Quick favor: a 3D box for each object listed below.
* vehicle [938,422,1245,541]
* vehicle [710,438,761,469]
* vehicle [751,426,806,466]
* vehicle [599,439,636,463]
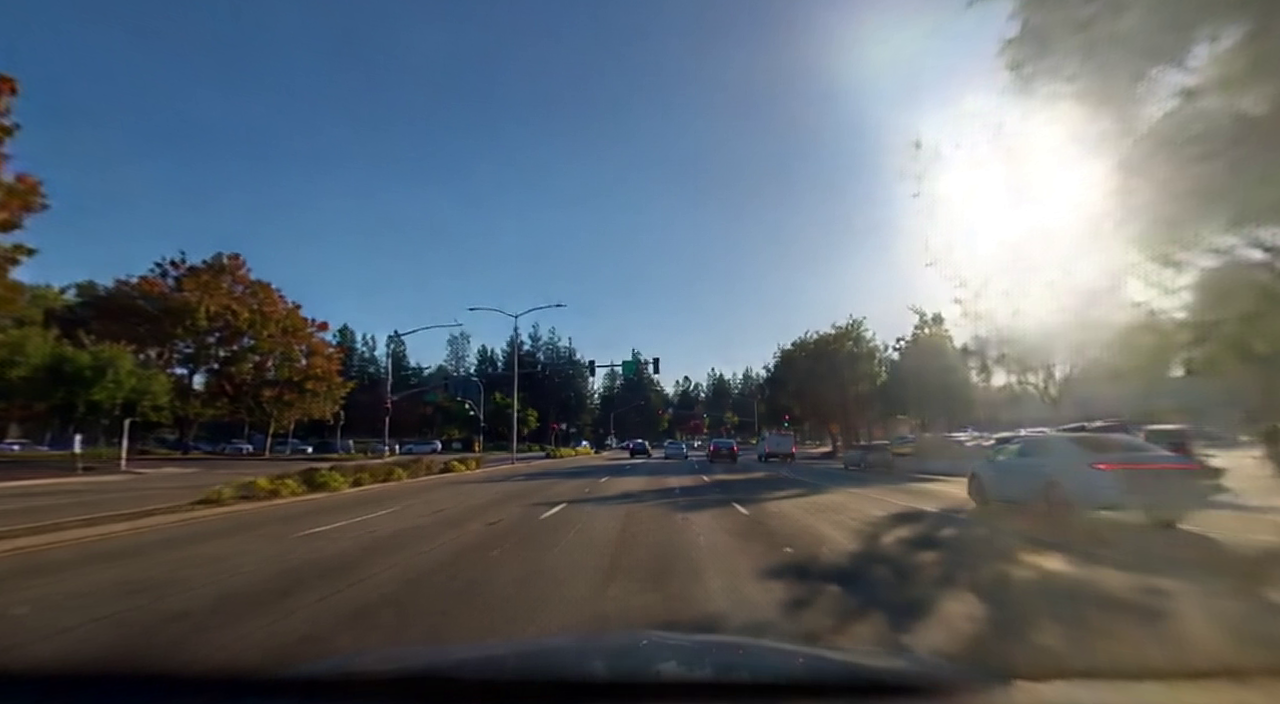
[{"bbox_3d":[7.414,2.133,11.186,2.051,1.620,4.702,-1,-8,2],"label":"vehicle"},{"bbox_3d":[5.239,5.649,35.234,2.292,1.563,4.734,0,-8,2],"label":"vehicle"},{"bbox_3d":[8.086,5.590,37.451,2.186,2.202,5.426,0,-8,2],"label":"vehicle"},{"bbox_3d":[-1.423,6.587,41.992,1.958,1.542,4.175,-1,-8,5],"label":"vehicle"}]
